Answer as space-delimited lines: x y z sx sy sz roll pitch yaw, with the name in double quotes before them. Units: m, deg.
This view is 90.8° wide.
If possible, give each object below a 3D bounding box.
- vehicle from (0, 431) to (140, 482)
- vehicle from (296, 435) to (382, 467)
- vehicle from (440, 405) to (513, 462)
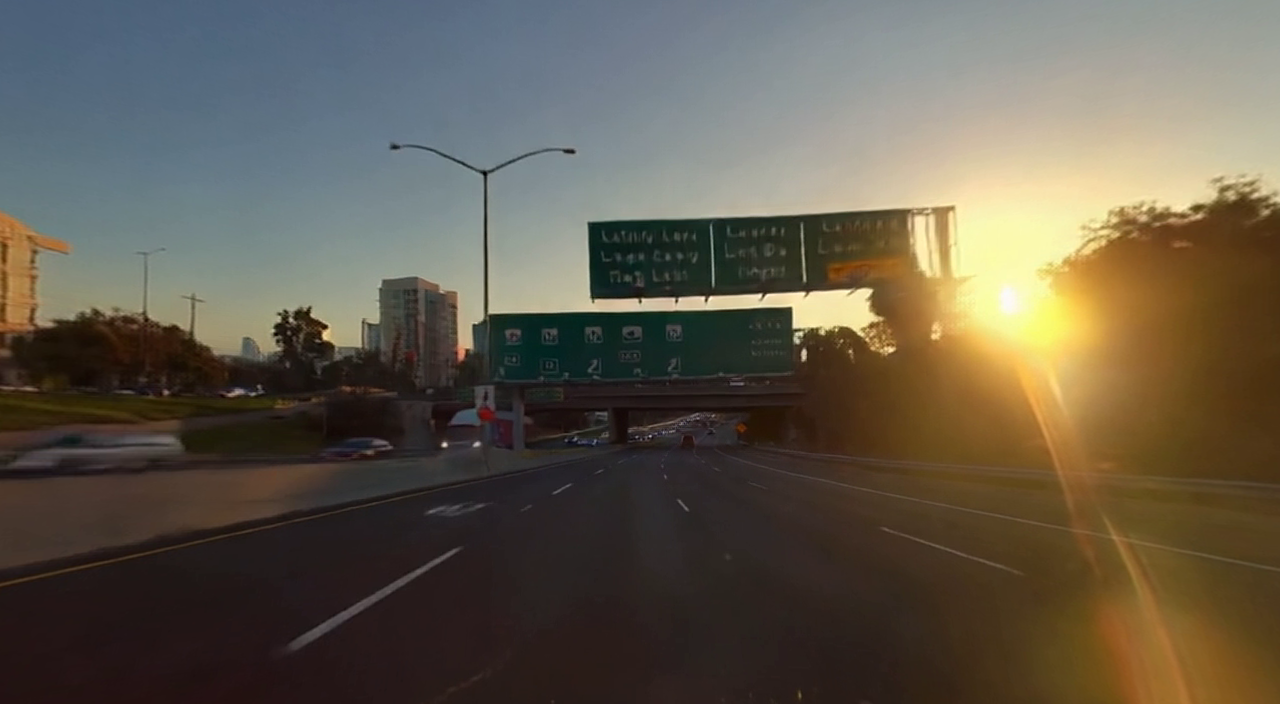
"vehicle" -19.483 3.420 20.867 2.098 1.473 4.578 0 -8 1
"vehicle" -16.001 5.292 33.887 2.232 1.604 4.646 0 -8 1
"vehicle" -12.028 6.201 47.509 3.010 3.944 8.280 0 -8 2
